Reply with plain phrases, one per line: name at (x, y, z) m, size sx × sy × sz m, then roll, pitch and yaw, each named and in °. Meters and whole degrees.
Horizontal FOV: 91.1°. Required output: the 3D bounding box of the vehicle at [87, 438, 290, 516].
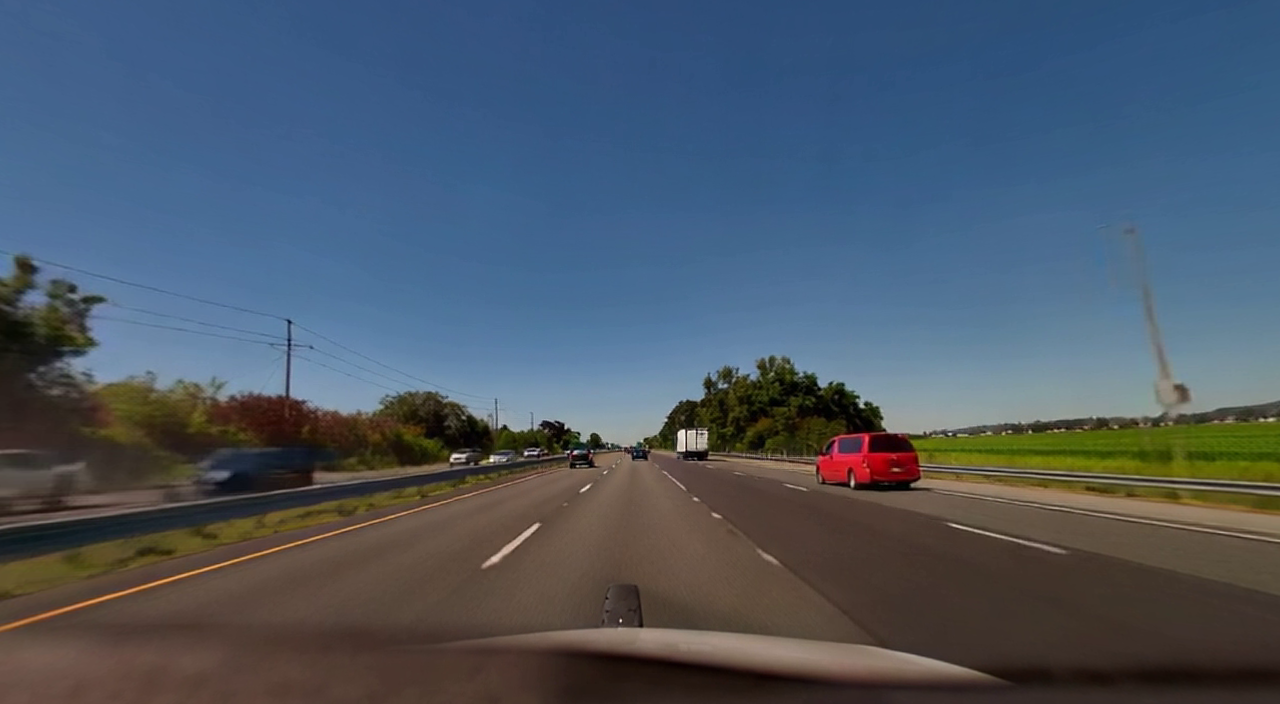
vehicle at (-11.223, 3.099, 16.136) m, size 1.911 × 1.688 × 4.421 m, roll 0°, pitch -9°, yaw 0°

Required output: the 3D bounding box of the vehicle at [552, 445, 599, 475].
vehicle at (-3.531, 5.987, 35.161) m, size 2.160 × 1.530 × 4.500 m, roll 0°, pitch -9°, yaw -1°

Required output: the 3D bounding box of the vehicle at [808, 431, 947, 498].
vehicle at (6.523, 3.142, 17.987) m, size 2.069 × 1.625 × 4.832 m, roll 0°, pitch -9°, yaw 0°
